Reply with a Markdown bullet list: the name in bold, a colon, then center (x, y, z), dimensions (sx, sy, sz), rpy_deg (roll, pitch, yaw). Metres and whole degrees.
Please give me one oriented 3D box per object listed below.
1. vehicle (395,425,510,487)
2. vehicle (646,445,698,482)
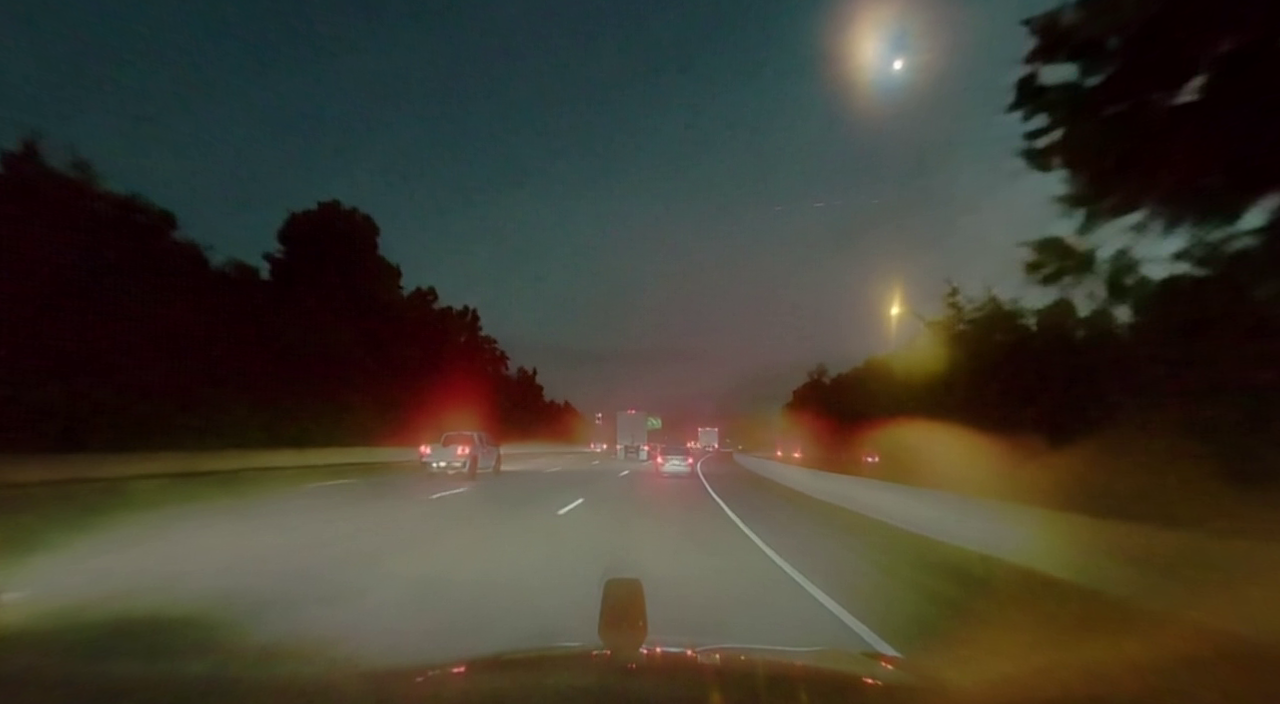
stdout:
- **vehicle**: center (-6.221, 3.519, 21.695), dimensions (2.142, 1.833, 4.854), rpy_deg (1, -8, 4)
- **vehicle**: center (1.328, 4.505, 25.779), dimensions (1.984, 1.365, 3.767), rpy_deg (1, -8, 4)
